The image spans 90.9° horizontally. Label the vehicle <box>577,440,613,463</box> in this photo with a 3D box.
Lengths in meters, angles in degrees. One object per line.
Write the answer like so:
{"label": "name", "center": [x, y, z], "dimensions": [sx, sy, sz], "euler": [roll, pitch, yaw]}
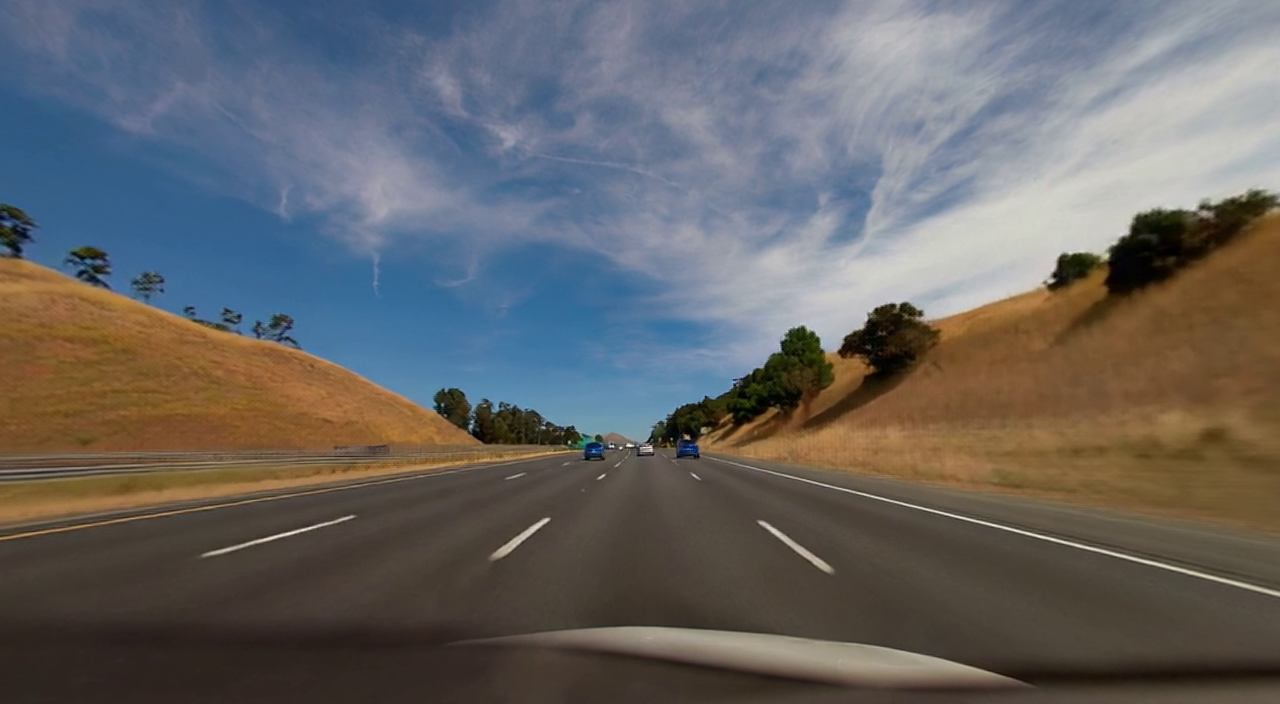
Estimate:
{"label": "vehicle", "center": [-3.215, 7.191, 45.592], "dimensions": [2.159, 1.562, 4.441], "euler": [0, -8, 1]}
